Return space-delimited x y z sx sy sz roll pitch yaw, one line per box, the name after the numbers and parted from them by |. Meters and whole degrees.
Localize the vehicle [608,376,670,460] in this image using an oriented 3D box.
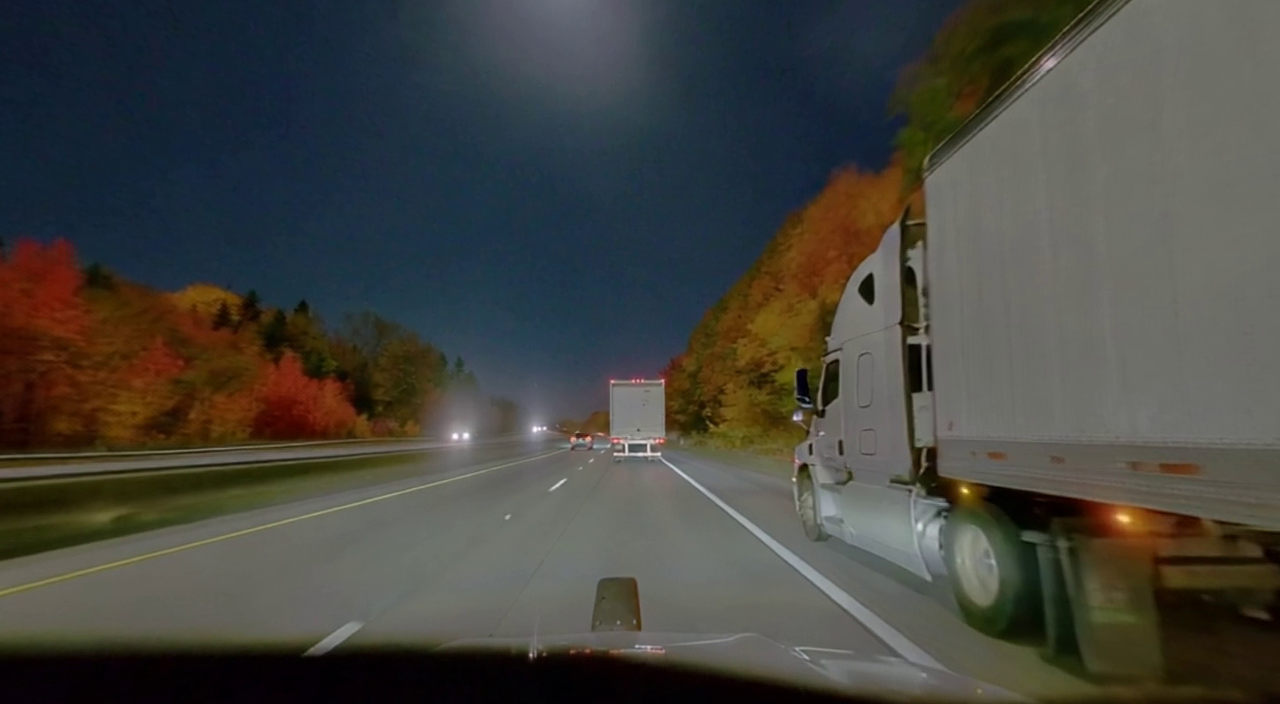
-0.224 3.959 36.260 3.013 4.016 11.496 0 -8 -2 | vehicle
